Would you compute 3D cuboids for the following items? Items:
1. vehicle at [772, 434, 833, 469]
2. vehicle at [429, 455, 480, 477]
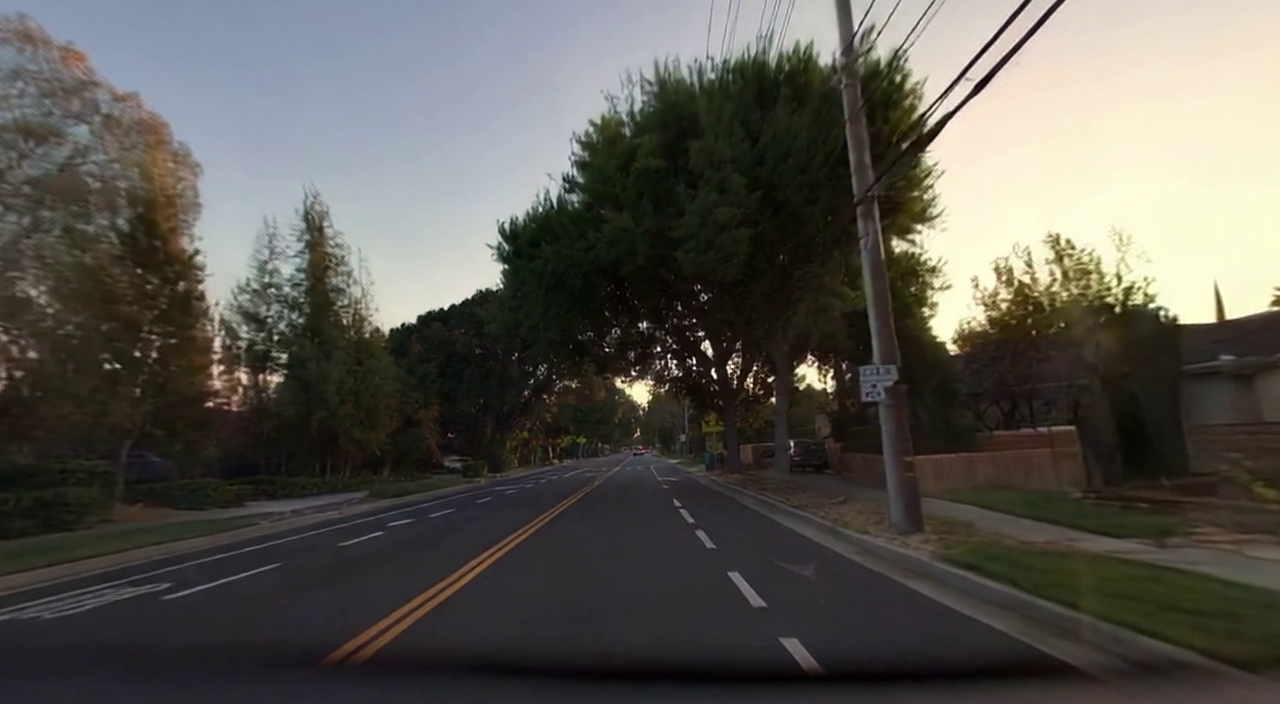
[{"bbox_3d":[9.657,5.957,38.036,2.102,1.822,4.802,-3,-8,-3],"label":"vehicle"},{"bbox_3d":[-14.018,8.552,47.666,2.027,1.518,4.698,7,-11,-38],"label":"vehicle"}]
